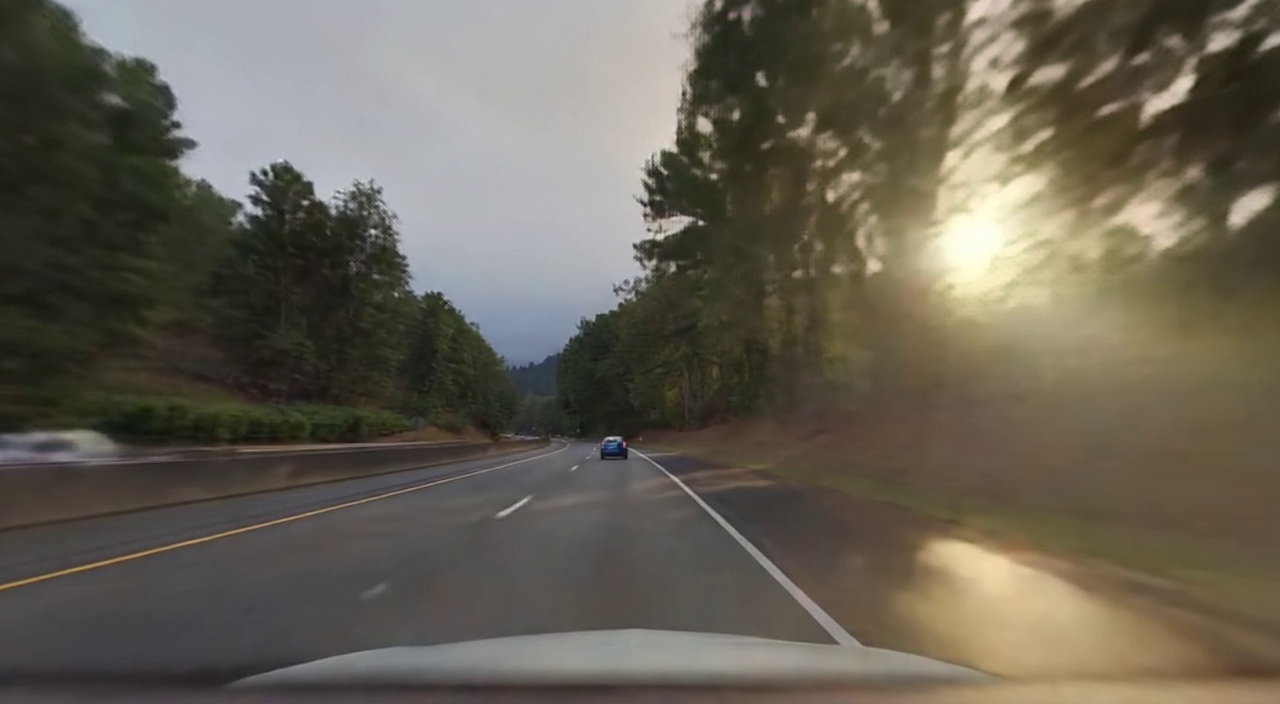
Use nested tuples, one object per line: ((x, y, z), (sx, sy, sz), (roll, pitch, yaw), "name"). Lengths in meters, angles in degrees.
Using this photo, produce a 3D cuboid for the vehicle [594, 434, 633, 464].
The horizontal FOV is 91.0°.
((-1.408, 5.313, 34.602), (2.004, 1.515, 3.968), (0, -8, -1), "vehicle")
